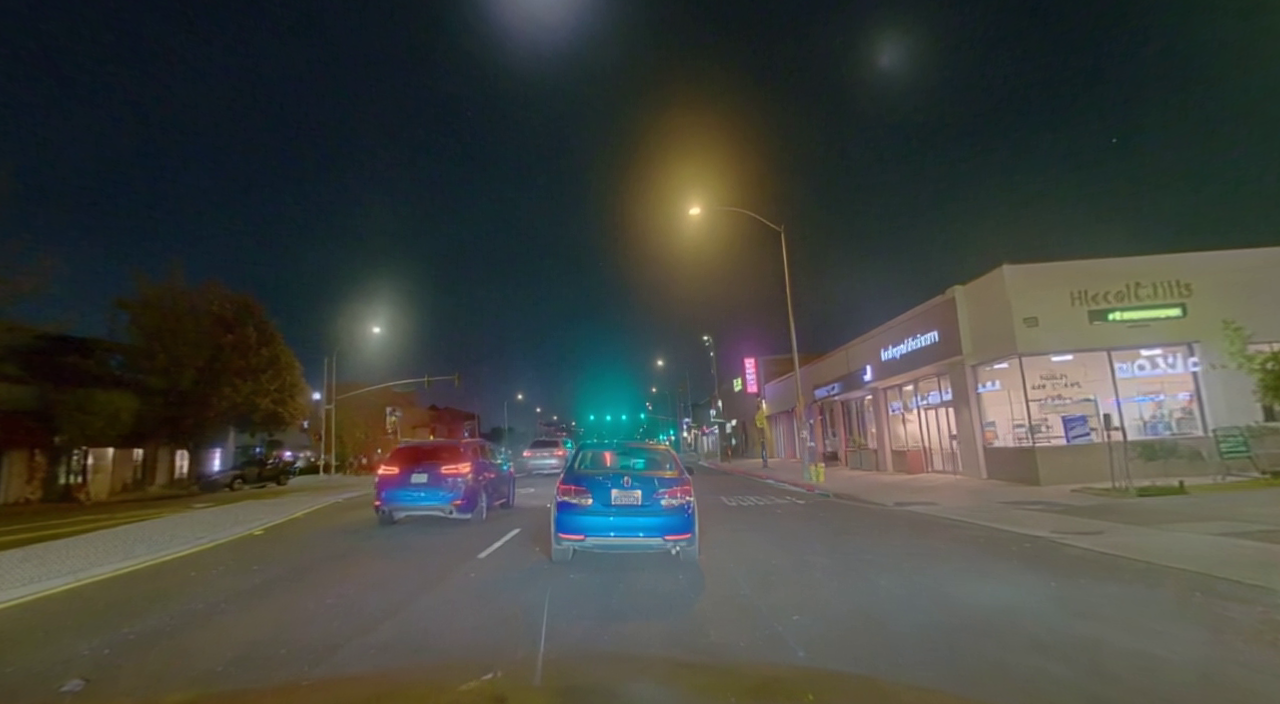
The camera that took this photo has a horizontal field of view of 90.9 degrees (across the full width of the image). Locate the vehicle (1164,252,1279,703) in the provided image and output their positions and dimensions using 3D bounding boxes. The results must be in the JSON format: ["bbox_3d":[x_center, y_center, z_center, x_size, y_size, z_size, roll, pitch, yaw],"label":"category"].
[{"bbox_3d":[3.322,0.372,0.289,2.152,1.987,4.527,0,-9,-1],"label":"vehicle"}]

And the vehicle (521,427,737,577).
[{"bbox_3d":[-0.113,1.814,8.414,2.160,1.482,4.037,0,-9,0],"label":"vehicle"}]

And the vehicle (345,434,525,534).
[{"bbox_3d":[-3.460,2.291,11.542,1.905,1.473,4.016,0,-9,0],"label":"vehicle"}]

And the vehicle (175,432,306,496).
[{"bbox_3d":[-19.160,5.366,30.736,2.286,2.777,5.926,-1,-9,2],"label":"vehicle"}]
